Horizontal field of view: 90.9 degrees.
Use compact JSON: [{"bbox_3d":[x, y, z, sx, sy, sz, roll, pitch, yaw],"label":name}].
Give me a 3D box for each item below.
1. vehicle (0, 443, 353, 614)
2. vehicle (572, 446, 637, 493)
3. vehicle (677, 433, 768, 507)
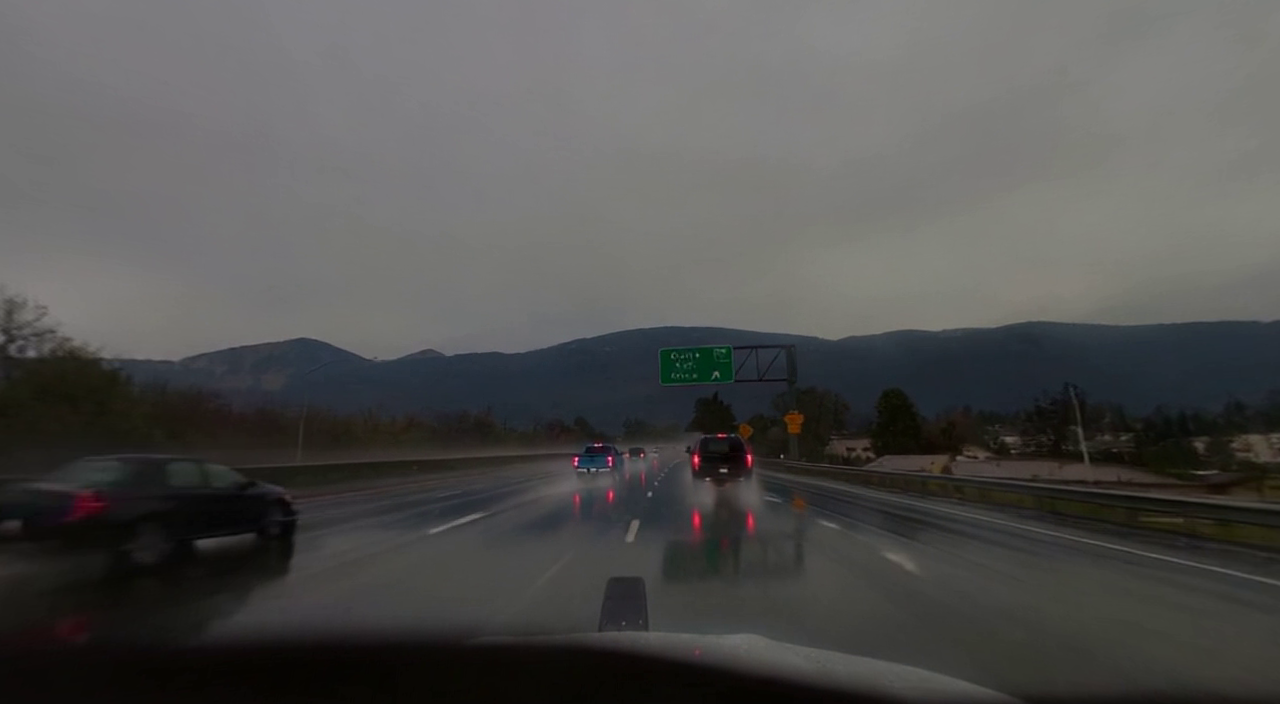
[{"bbox_3d":[-6.001,1.967,8.169,2.109,1.530,4.646,-1,-9,4],"label":"vehicle"},{"bbox_3d":[-1.240,4.350,23.772,1.959,1.604,4.065,-1,-9,3],"label":"vehicle"},{"bbox_3d":[2.236,3.384,18.680,2.229,1.837,5.387,-1,-9,3],"label":"vehicle"}]
